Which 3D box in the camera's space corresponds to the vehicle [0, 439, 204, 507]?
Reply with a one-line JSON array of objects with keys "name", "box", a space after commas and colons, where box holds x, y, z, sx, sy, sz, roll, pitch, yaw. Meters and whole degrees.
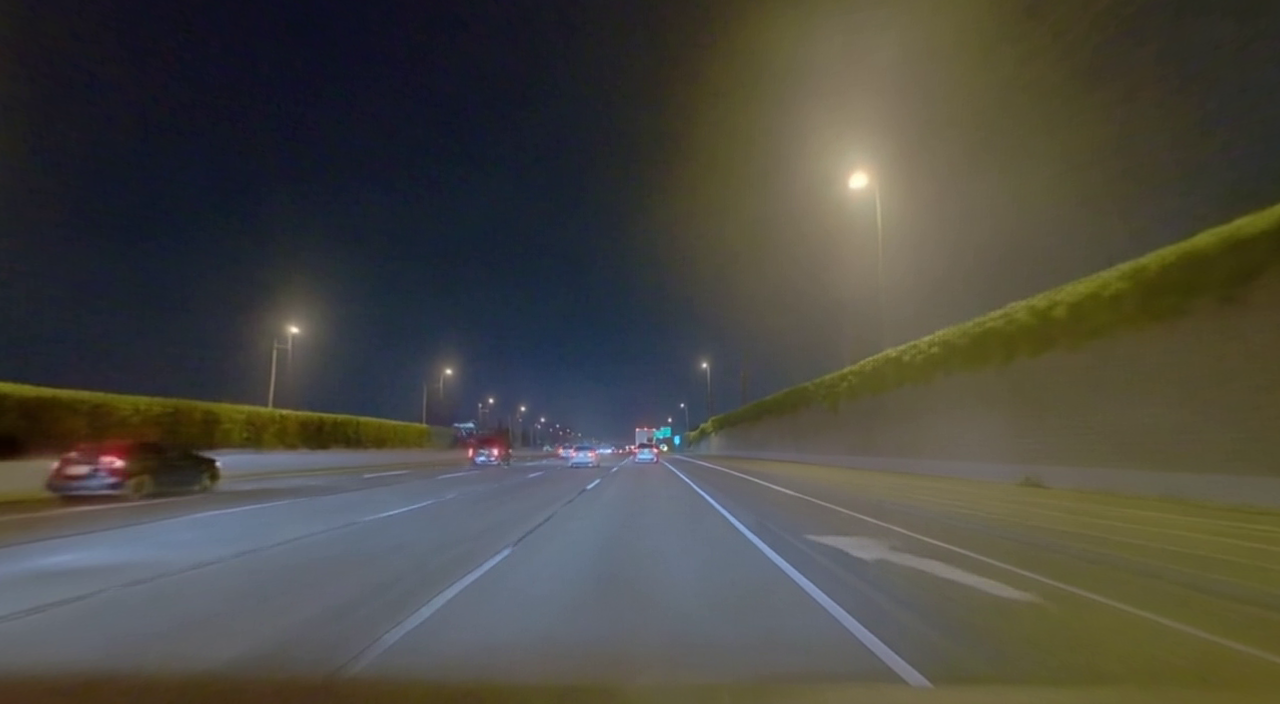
[{"name": "vehicle", "box": [-13.796, 2.983, 16.095, 1.952, 1.469, 4.639, -1, -8, 1]}]

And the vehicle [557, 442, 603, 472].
[{"name": "vehicle", "box": [-3.237, 5.755, 34.766, 2.056, 1.480, 4.022, -1, -8, 1]}]

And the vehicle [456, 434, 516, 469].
[{"name": "vehicle", "box": [-9.811, 6.405, 40.841, 2.339, 2.018, 5.790, -1, -8, 1]}]

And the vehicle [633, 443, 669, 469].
[{"name": "vehicle", "box": [0.648, 6.319, 38.600, 2.073, 1.480, 4.343, -1, -8, 0]}]
